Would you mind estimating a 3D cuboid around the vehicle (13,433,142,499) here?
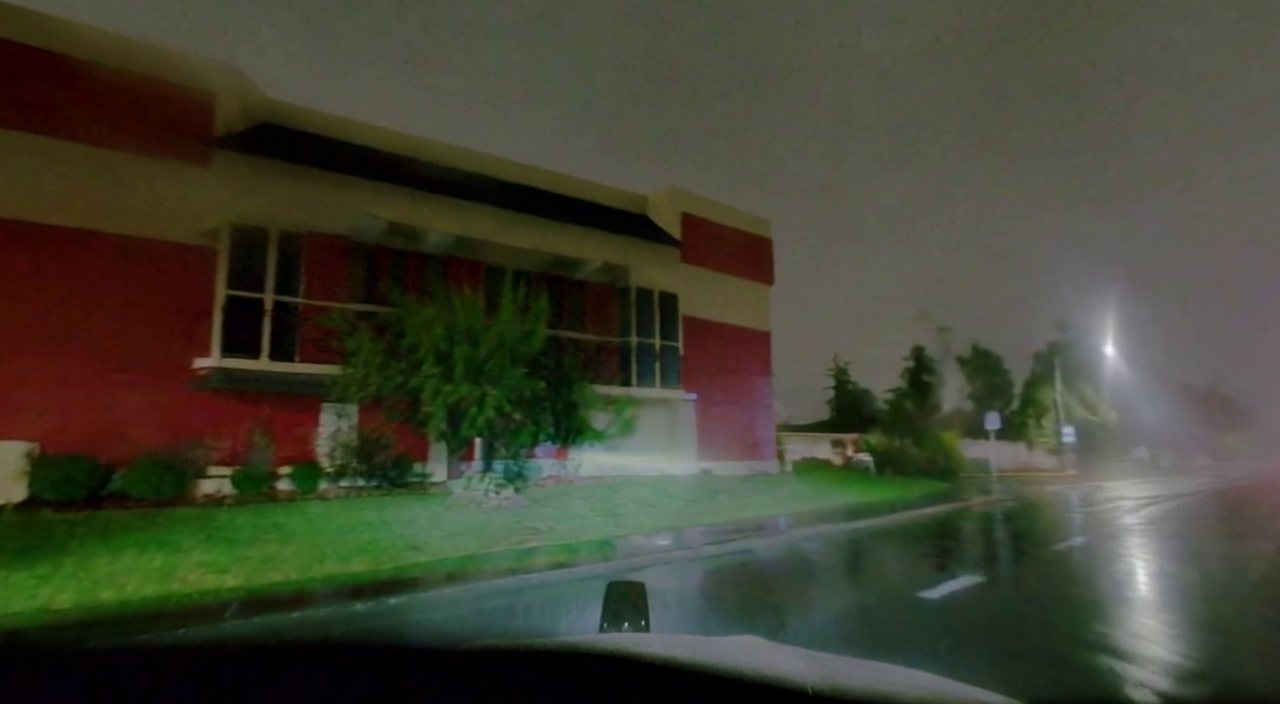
[{"bbox_3d":[-16.712,3.261,18.814,2.449,1.666,5.035,7,-10,-41],"label":"vehicle"}]
